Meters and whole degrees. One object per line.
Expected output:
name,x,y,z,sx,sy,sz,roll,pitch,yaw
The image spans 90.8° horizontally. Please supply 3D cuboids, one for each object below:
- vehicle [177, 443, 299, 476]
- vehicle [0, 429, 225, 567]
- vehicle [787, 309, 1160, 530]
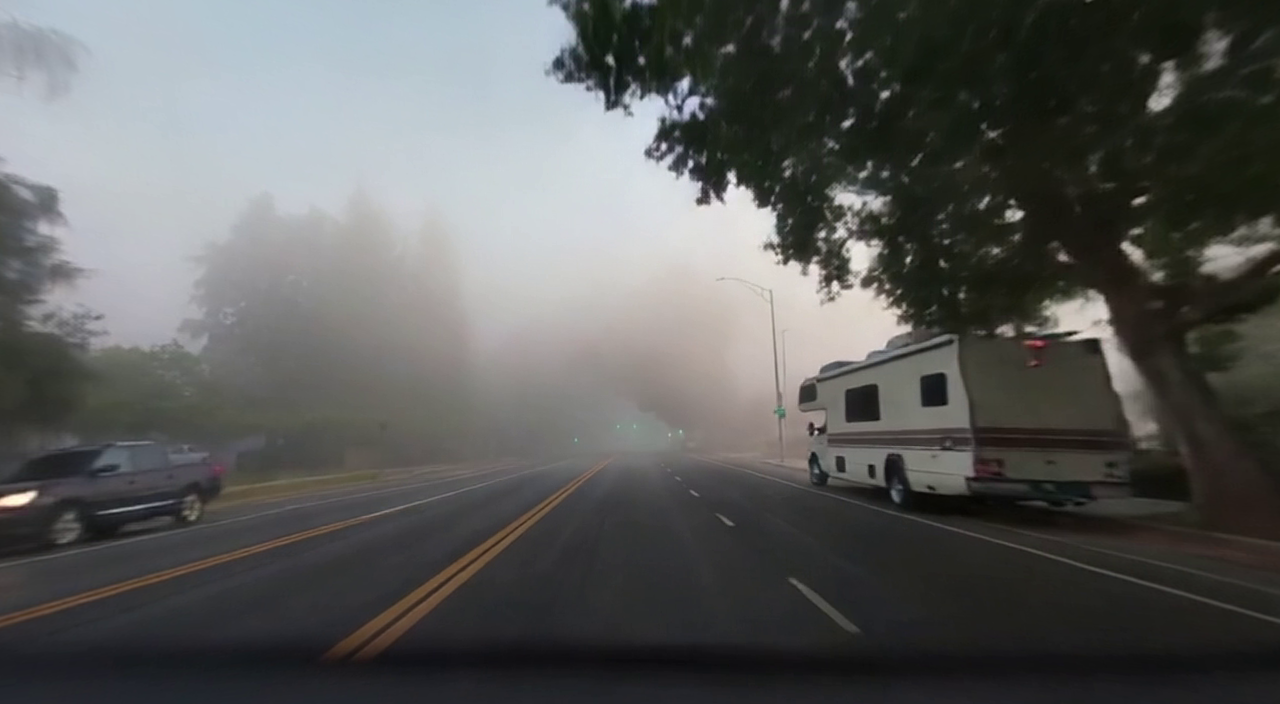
vehicle,-26.594,7.055,41.973,6.500,1.985,2.363,6,-10,-38
vehicle,-9.924,2.337,10.901,2.391,1.843,4.764,-2,-8,-1
vehicle,6.023,1.667,14.203,2.944,3.252,9.712,0,-8,-1
